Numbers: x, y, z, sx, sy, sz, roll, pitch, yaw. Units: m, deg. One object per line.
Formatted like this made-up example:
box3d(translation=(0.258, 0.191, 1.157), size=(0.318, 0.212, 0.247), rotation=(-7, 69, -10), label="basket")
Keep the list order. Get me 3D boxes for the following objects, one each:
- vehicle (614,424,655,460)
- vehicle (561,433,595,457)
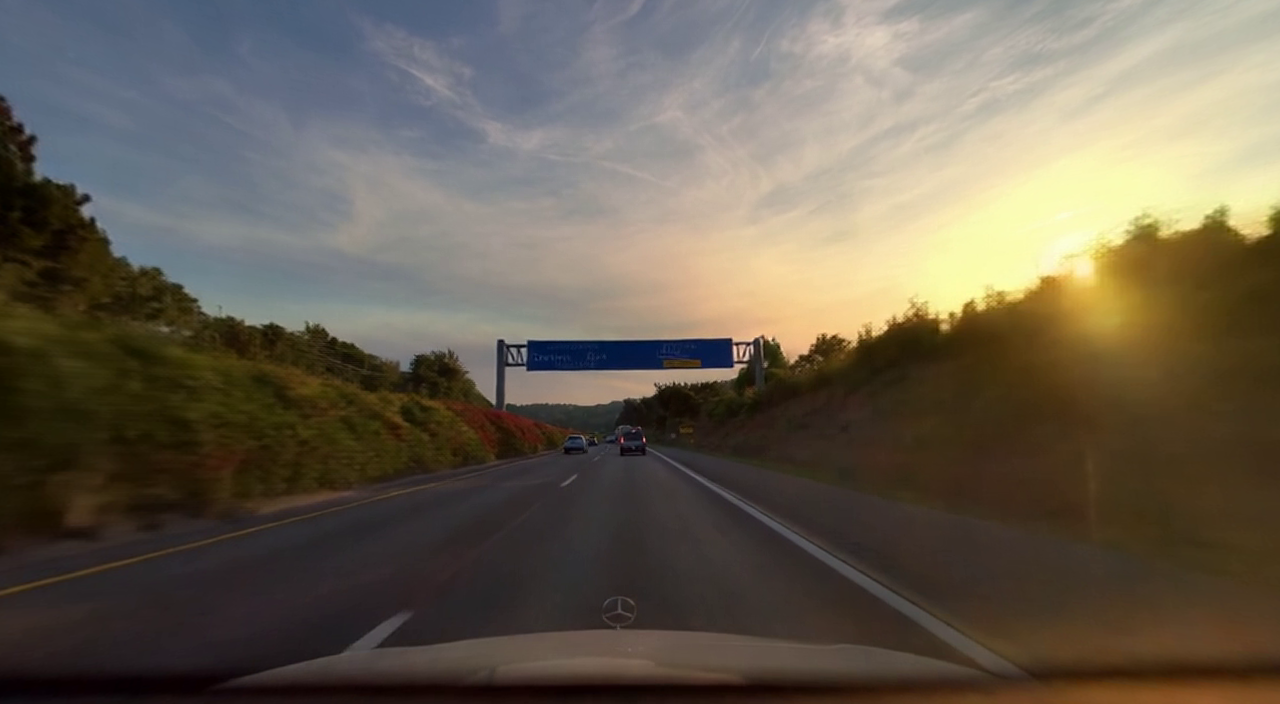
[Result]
box3d(translation=(-0.370, 5.173, 36.253), size=(2.223, 1.957, 4.416), rotation=(0, -8, -2), label="vehicle")
box3d(translation=(-4.409, 6.633, 45.032), size=(2.062, 1.567, 4.117), rotation=(0, -8, -1), label="vehicle")
